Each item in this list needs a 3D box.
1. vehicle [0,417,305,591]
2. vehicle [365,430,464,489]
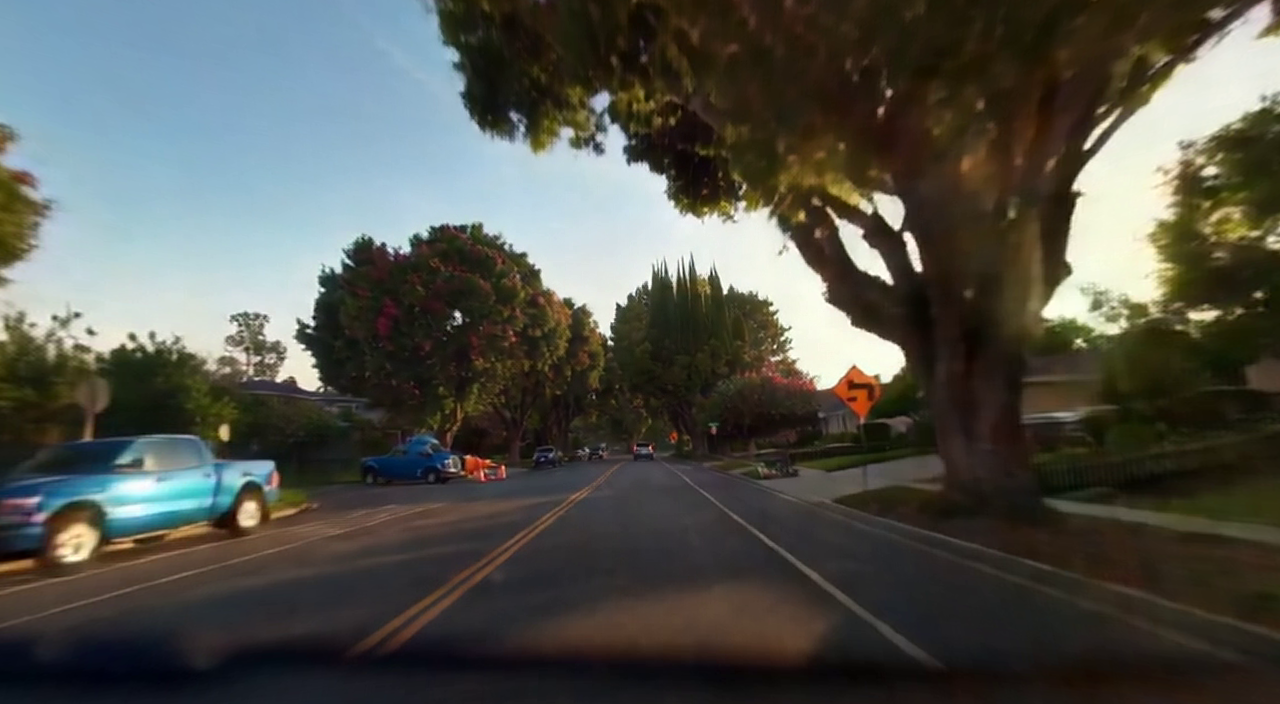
[{"bbox_3d":[-8.319,2.277,10.524,2.375,2.016,5.936,-4,-7,-1],"label":"vehicle"},{"bbox_3d":[-10.618,5.052,29.867,4.120,2.628,2.064,3,-9,-18],"label":"vehicle"}]
